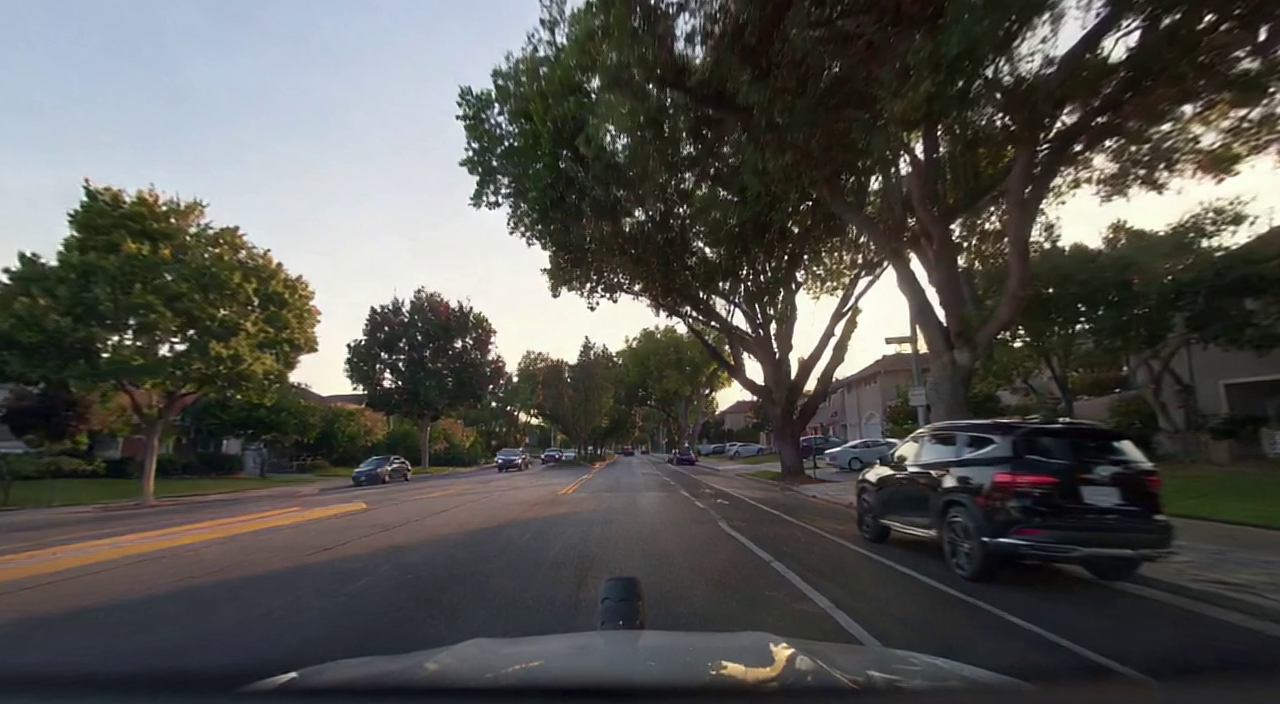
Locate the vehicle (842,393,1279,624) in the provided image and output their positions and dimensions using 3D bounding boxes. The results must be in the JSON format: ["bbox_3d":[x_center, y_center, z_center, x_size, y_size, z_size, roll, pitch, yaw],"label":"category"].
[{"bbox_3d":[4.345,1.613,7.551,2.166,1.858,4.667,0,-8,-2],"label":"vehicle"}]

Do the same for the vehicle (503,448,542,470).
[{"bbox_3d":[-8.543,7.805,46.310,1.973,1.509,4.651,0,-8,0],"label":"vehicle"}]
